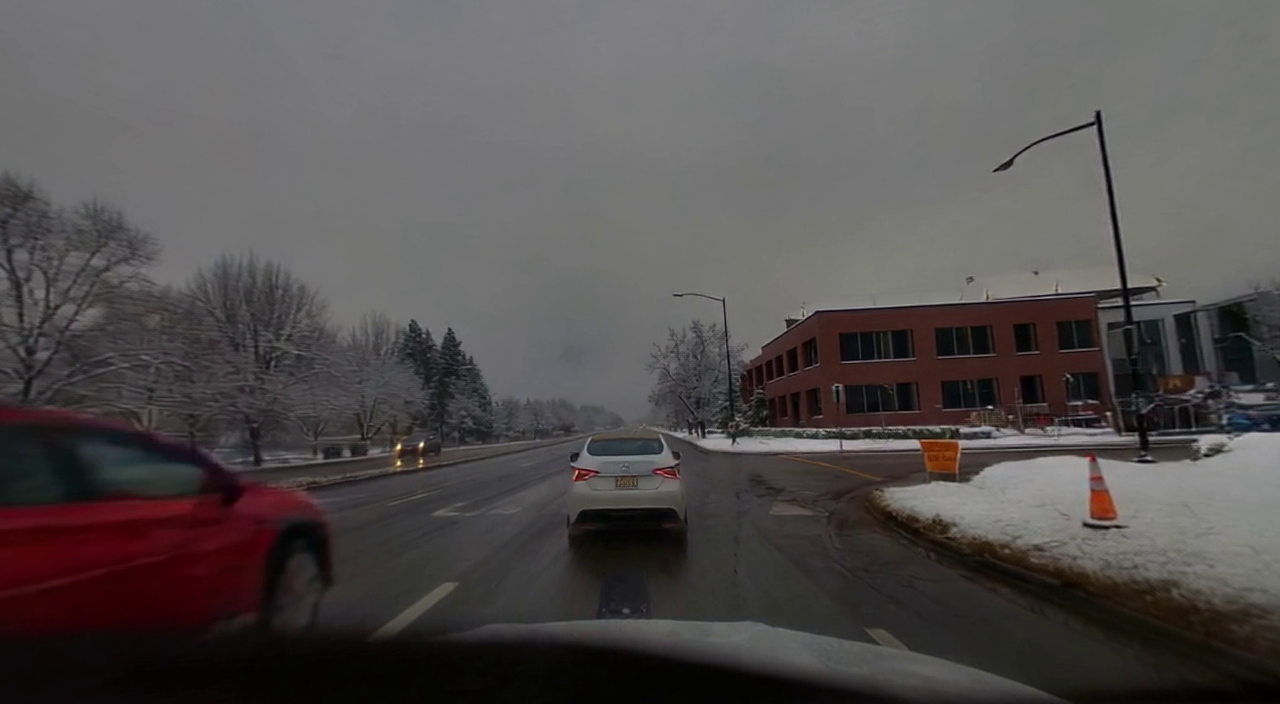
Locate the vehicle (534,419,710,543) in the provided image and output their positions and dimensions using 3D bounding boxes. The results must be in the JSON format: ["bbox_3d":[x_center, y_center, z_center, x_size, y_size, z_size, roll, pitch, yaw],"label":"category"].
[{"bbox_3d":[-0.213,1.853,9.687,2.112,1.482,4.076,0,-8,0],"label":"vehicle"}]

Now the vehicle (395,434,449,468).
[{"bbox_3d":[-10.485,4.714,30.113,2.072,1.465,4.394,3,-9,-22],"label":"vehicle"}]

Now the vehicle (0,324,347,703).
[{"bbox_3d":[-3.312,0.797,2.521,2.139,1.680,4.344,0,-8,1],"label":"vehicle"}]
